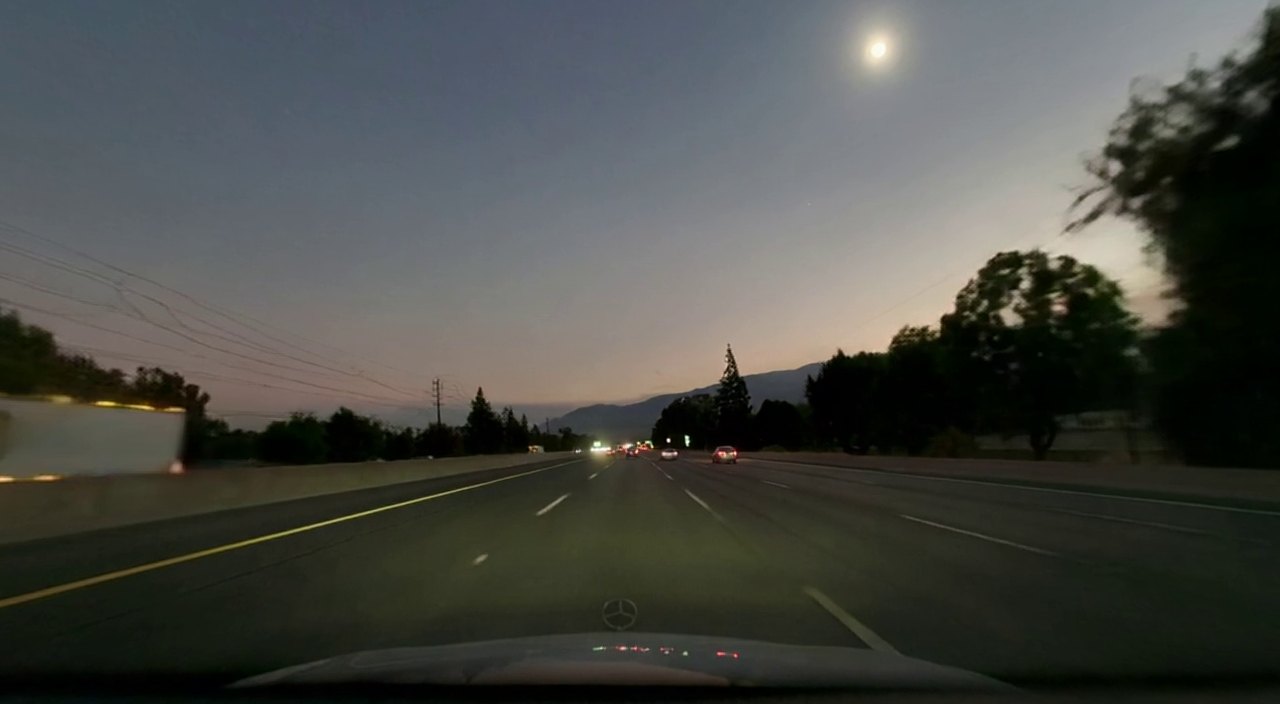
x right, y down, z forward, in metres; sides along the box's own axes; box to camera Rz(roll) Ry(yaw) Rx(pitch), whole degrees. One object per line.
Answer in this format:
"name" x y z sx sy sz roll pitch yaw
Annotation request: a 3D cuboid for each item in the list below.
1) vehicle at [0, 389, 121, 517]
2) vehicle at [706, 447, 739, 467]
"vehicle" -18.987 2.549 15.795 2.951 3.477 10.720 0 -9 -1
"vehicle" 6.340 8.095 48.940 1.817 1.440 4.075 0 -9 -2
